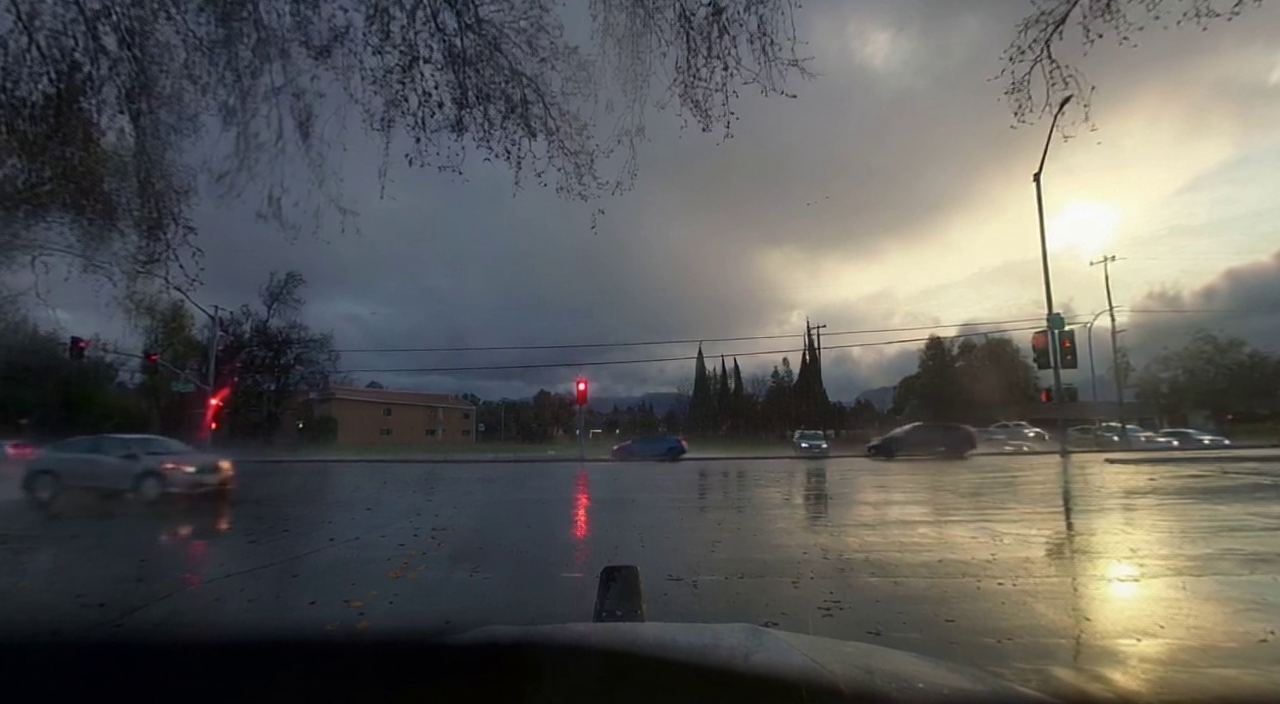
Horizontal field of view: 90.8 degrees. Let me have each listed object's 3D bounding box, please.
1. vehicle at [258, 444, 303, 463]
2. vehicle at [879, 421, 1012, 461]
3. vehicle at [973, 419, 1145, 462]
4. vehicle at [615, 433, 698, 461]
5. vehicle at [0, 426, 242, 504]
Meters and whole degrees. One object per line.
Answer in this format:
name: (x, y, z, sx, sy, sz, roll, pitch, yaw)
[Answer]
vehicle: (-28.129, 7.923, 49.582, 2.235, 1.417, 4.272, 3, -9, -19)
vehicle: (12.966, 3.835, 27.129, 4.677, 1.593, 2.029, -2, -9, 11)
vehicle: (15.023, 3.215, 22.949, 4.749, 1.461, 1.892, -1, -9, 9)
vehicle: (0.980, 5.454, 36.178, 4.488, 1.536, 1.849, -2, -9, 11)
vehicle: (-12.930, 2.755, 15.636, 4.959, 1.715, 2.162, -2, -9, 11)
